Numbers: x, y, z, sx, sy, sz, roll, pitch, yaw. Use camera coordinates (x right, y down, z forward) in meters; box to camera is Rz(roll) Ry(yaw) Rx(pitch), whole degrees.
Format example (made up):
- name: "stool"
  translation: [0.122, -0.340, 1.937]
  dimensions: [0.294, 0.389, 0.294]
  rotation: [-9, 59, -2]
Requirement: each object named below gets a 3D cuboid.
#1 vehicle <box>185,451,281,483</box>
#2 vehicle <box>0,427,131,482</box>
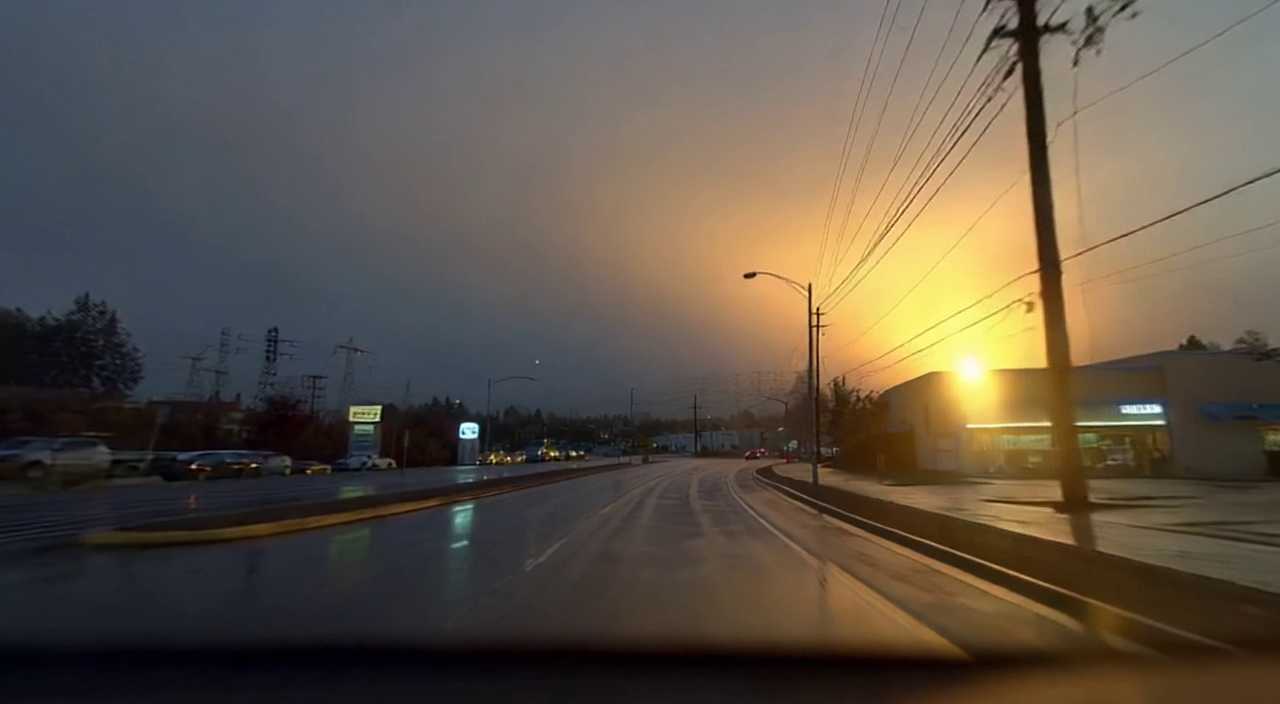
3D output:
- name: "vehicle"
  translation: [-21.452, 6.015, 33.219]
  dimensions: [4.147, 1.562, 1.805]
  rotation: [-2, -9, 16]
- name: "vehicle"
  translation: [-23.746, 4.099, 25.080]
  dimensions: [5.785, 2.002, 2.241]
  rotation: [-4, -9, 14]
